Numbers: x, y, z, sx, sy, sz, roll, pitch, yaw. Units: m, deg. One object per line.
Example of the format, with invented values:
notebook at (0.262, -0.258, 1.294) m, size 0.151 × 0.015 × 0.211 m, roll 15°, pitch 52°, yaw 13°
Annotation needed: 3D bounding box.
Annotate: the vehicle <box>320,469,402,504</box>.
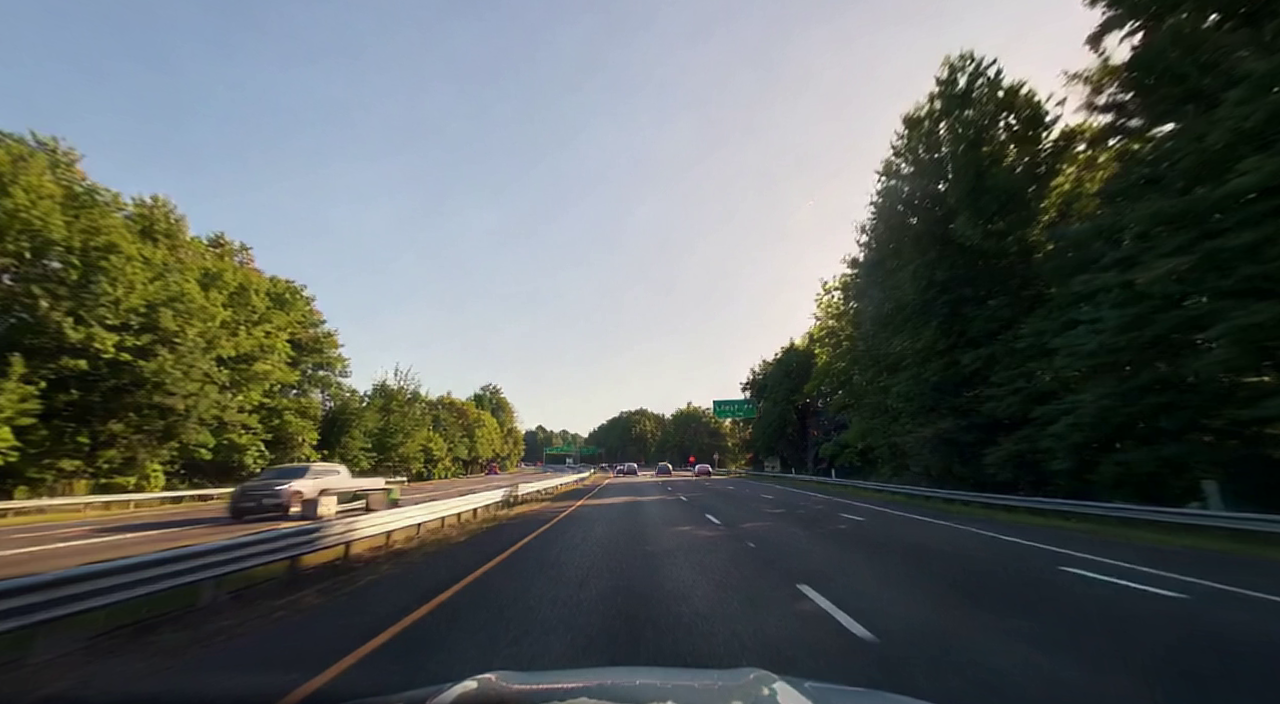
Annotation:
vehicle at (-13.122, 6.325, 29.941) m, size 1.851 × 1.496 × 4.537 m, roll 1°, pitch -10°, yaw -1°
